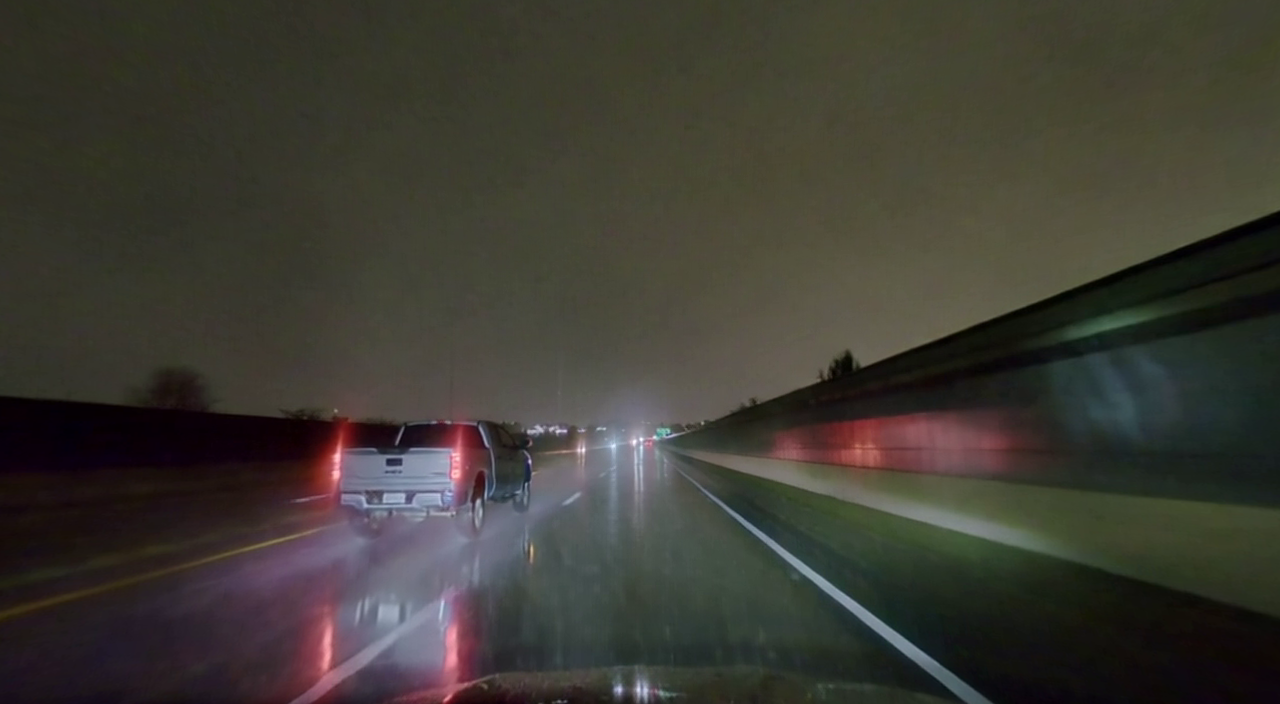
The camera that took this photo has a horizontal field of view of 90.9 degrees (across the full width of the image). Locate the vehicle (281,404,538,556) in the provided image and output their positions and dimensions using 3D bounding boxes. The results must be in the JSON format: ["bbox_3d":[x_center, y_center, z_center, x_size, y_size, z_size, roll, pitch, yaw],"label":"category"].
[{"bbox_3d":[-3.421,2.054,10.977,2.350,1.932,5.562,-1,-8,0],"label":"vehicle"}]
